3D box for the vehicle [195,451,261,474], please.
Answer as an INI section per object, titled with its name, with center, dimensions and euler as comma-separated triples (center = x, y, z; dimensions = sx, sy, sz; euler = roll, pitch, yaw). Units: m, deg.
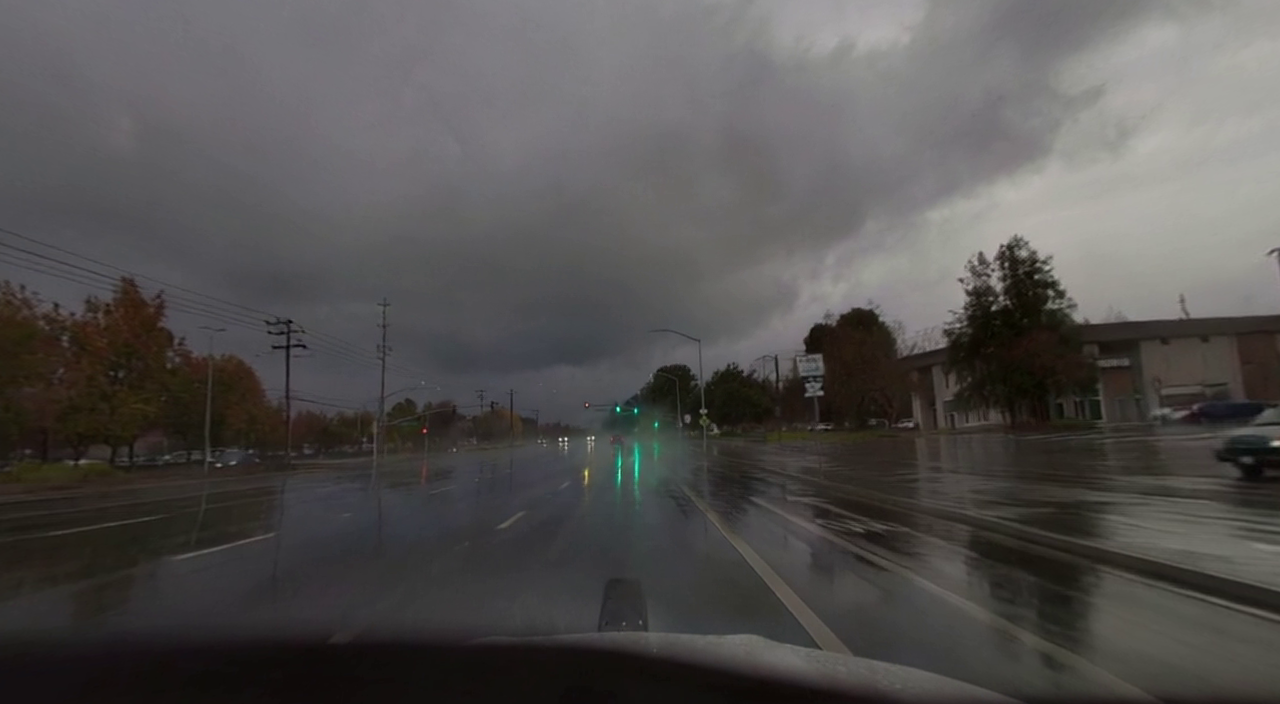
[vehicle]
center = -32.328, 8.655, 49.628
dimensions = 2.013, 1.496, 4.799
euler = 0, -8, 0
